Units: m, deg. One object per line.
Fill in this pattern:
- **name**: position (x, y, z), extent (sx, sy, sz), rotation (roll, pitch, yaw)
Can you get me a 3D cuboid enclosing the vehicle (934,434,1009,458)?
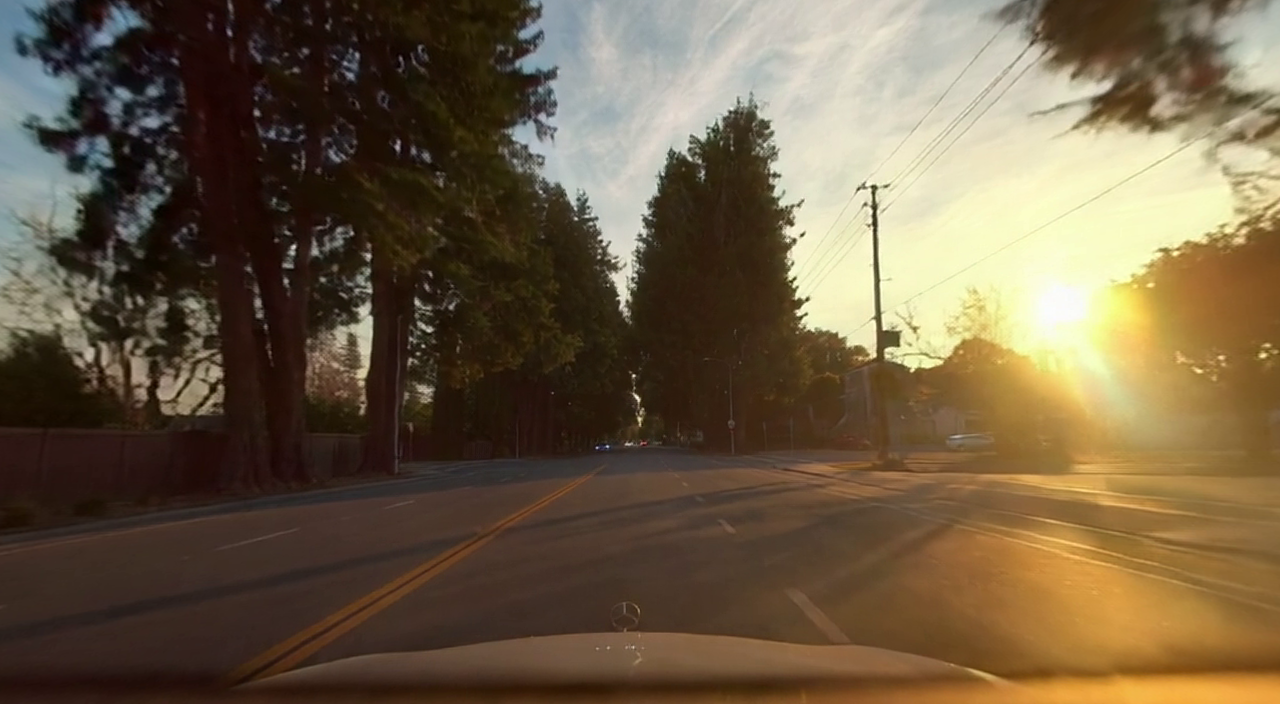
- **vehicle**: position (24.407, 6.932, 46.539), extent (4.508, 1.687, 2.070), rotation (-2, -9, 15)
